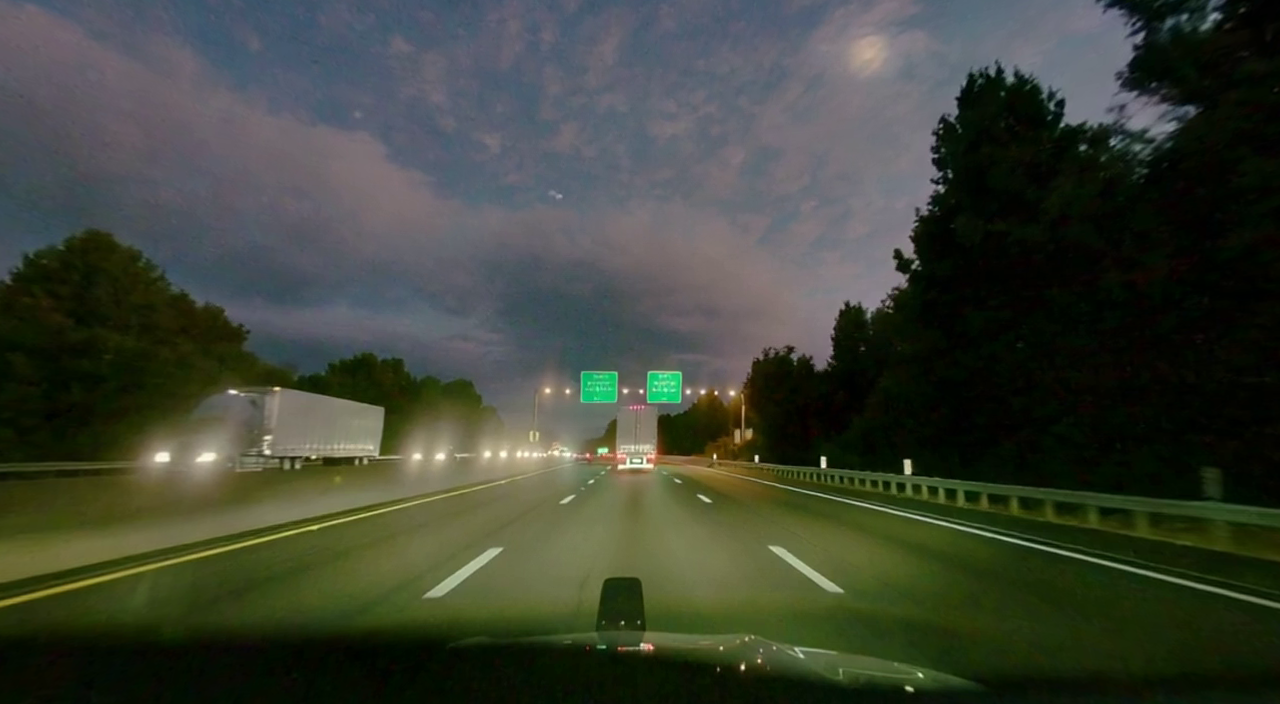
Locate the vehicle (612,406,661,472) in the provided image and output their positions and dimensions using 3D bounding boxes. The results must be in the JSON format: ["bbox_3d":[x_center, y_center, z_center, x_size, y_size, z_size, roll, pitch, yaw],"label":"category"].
[{"bbox_3d":[-0.310,6.065,43.411,2.962,3.953,10.696,0,-9,-1],"label":"vehicle"}]

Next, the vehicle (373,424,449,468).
[{"bbox_3d":[-13.850,5.795,38.580,2.459,2.466,5.747,0,-9,0],"label":"vehicle"}]

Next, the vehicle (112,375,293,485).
[{"bbox_3d":[-17.498,3.265,25.855,3.026,3.995,5.831,0,-9,0],"label":"vehicle"}]
